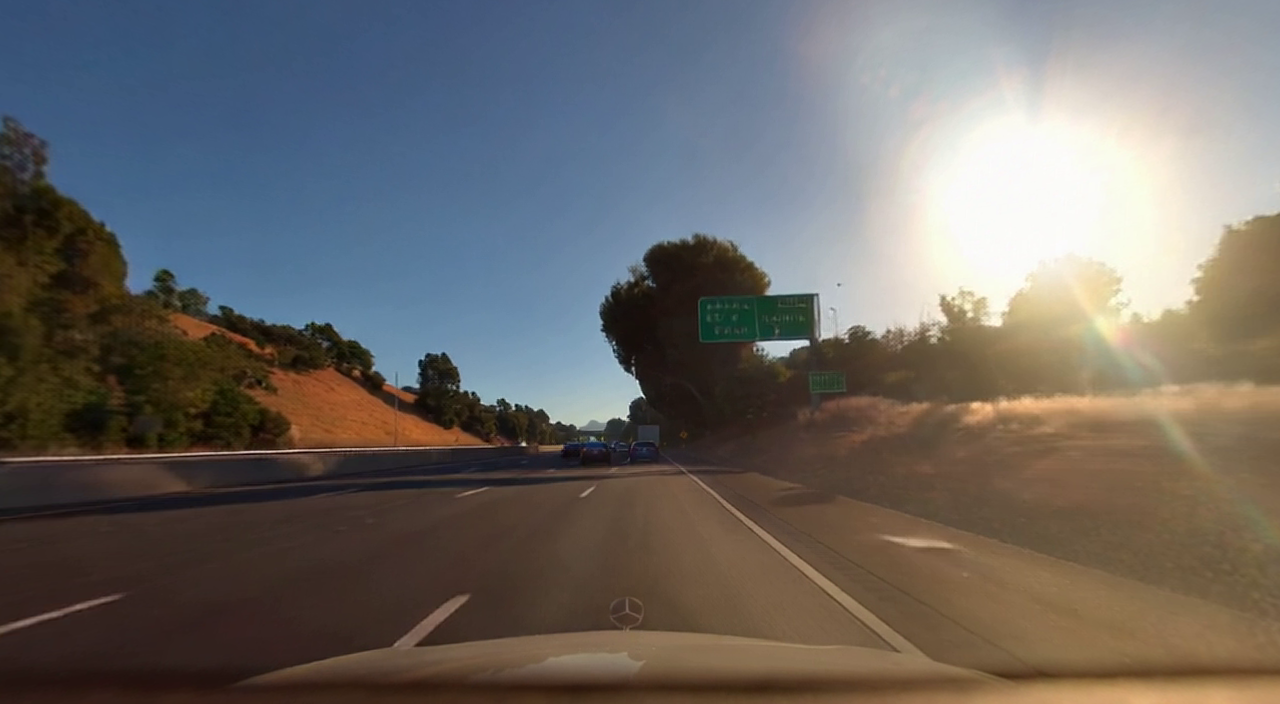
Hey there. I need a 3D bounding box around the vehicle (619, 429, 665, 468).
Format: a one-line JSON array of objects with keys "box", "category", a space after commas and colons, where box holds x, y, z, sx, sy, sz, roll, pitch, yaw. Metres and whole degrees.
[{"box": [0.133, 5.221, 34.145, 2.309, 1.915, 5.130, -1, -8, 1], "category": "vehicle"}]
